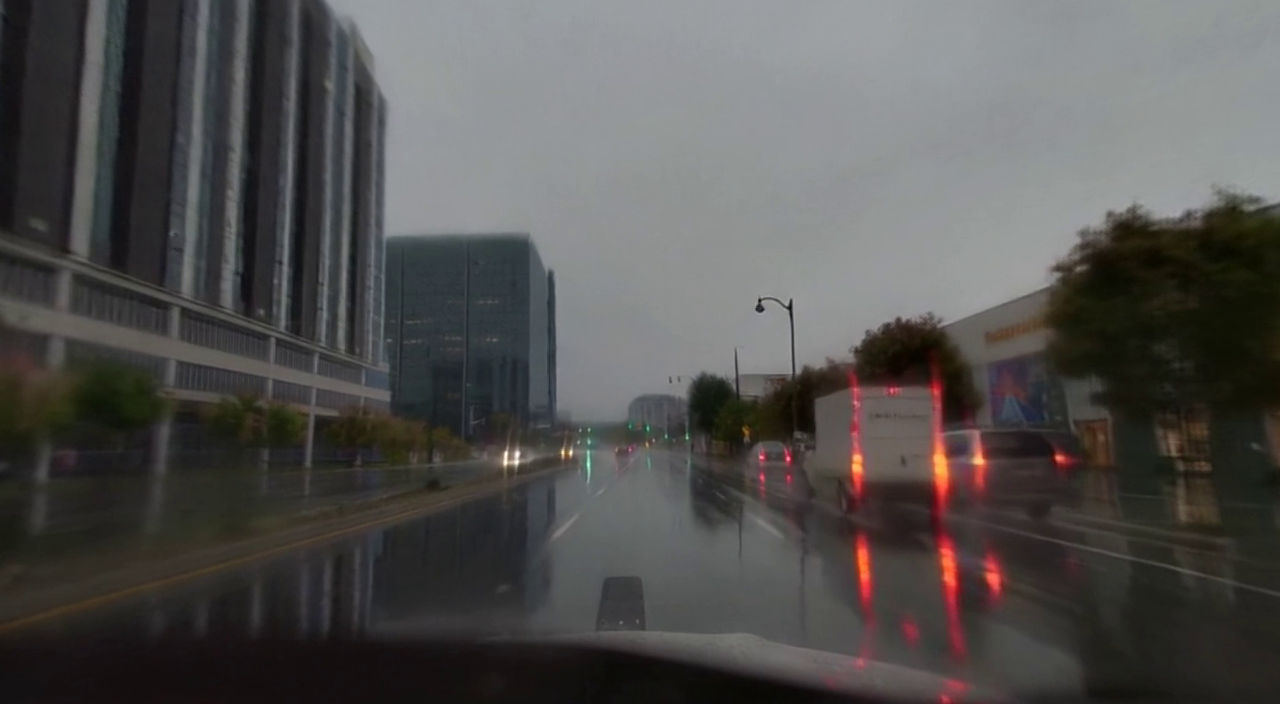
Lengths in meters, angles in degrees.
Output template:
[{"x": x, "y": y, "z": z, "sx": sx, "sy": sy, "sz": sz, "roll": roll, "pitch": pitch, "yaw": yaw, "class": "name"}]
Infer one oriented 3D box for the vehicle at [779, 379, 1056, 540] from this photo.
[{"x": 4.812, "y": 2.044, "z": 12.492, "sx": 2.723, "sy": 2.409, "sz": 5.869, "roll": 0, "pitch": -9, "yaw": -1, "class": "vehicle"}]
